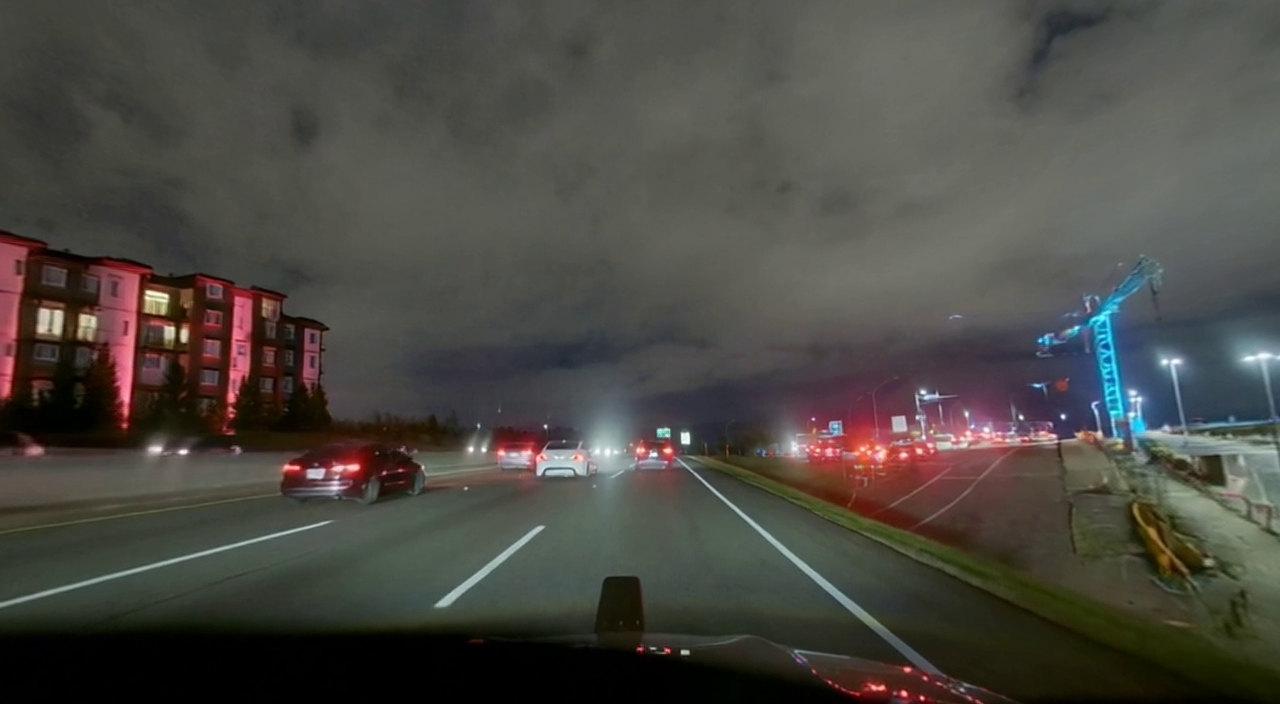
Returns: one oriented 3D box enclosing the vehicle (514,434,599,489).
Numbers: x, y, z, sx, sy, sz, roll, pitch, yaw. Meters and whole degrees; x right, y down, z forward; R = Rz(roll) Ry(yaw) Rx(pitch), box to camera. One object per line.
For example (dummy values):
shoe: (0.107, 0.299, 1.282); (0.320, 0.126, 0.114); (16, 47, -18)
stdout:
vehicle: (-2.716, 3.727, 21.751); (2.109, 1.657, 4.554); (0, -8, 3)

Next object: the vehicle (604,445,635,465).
vehicle: (-1.588, 8.000, 49.190); (2.029, 1.497, 3.960); (0, -8, 4)

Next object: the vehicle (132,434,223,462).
vehicle: (-29.628, 6.159, 40.549); (1.971, 1.678, 4.886); (0, -8, 3)

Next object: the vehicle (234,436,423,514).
vehicle: (-6.854, 2.729, 14.531); (1.959, 1.486, 4.460); (0, -8, 2)

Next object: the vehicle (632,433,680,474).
vehicle: (0.773, 4.831, 30.101); (2.116, 1.763, 4.352); (0, -8, 2)
